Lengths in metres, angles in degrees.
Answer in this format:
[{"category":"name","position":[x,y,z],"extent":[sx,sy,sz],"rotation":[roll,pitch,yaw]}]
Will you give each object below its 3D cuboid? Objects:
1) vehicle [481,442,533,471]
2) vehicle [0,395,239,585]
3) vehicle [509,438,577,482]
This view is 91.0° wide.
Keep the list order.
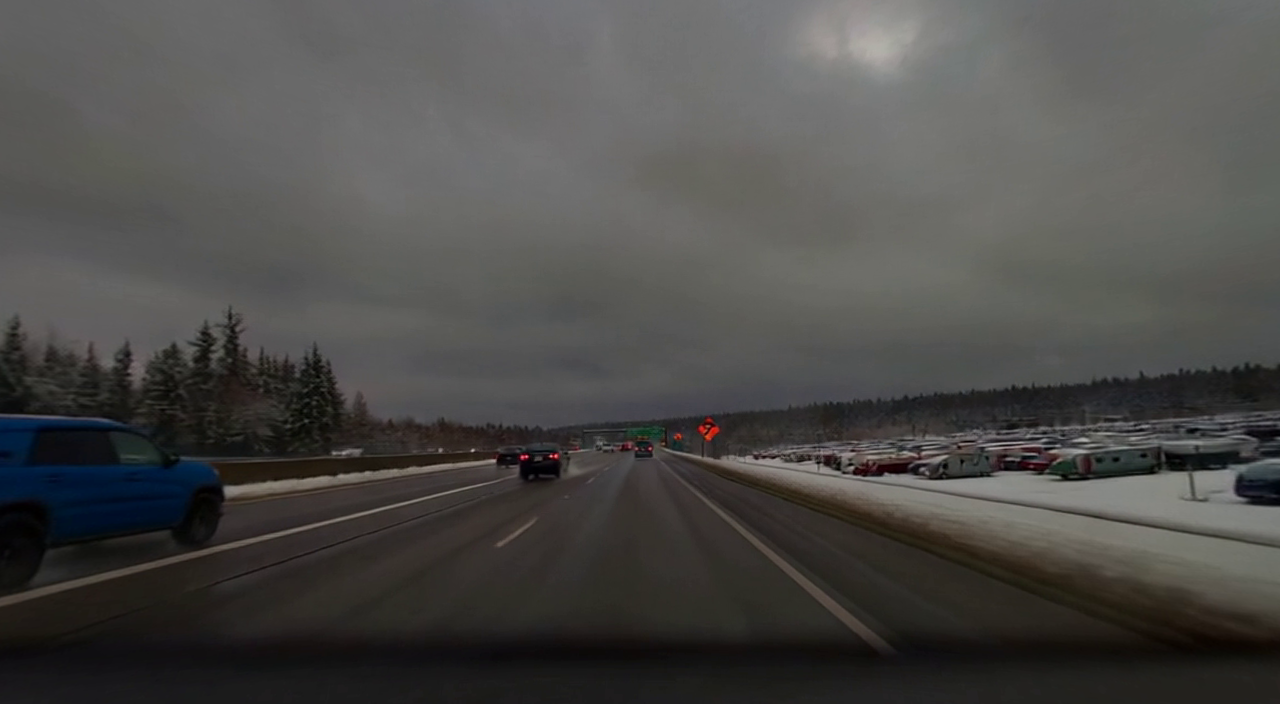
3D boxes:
[{"category":"vehicle","position":[-7.527,5.985,36.178],"extent":[1.991,1.538,4.360],"rotation":[0,-8,1]},{"category":"vehicle","position":[-7.225,1.429,6.806],"extent":[2.159,1.807,5.422],"rotation":[0,-8,1]},{"category":"vehicle","position":[-3.953,4.476,26.333],"extent":[2.070,1.665,4.213],"rotation":[0,-8,1]}]
